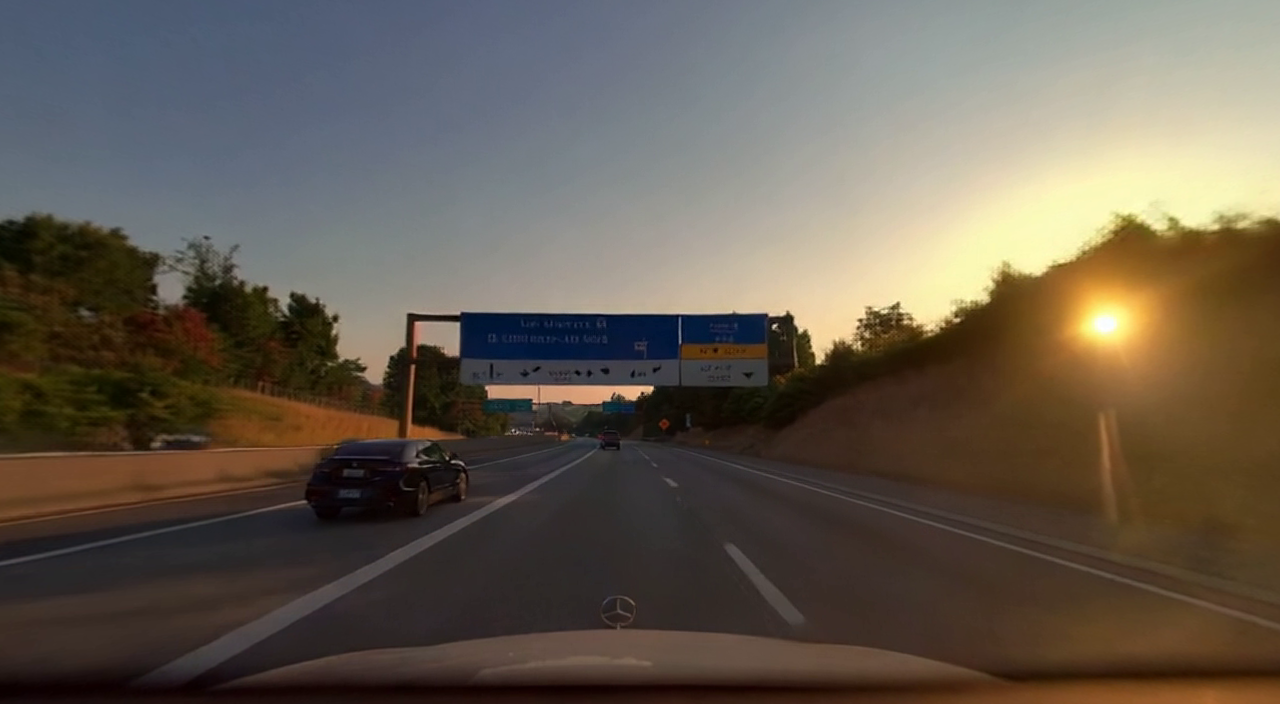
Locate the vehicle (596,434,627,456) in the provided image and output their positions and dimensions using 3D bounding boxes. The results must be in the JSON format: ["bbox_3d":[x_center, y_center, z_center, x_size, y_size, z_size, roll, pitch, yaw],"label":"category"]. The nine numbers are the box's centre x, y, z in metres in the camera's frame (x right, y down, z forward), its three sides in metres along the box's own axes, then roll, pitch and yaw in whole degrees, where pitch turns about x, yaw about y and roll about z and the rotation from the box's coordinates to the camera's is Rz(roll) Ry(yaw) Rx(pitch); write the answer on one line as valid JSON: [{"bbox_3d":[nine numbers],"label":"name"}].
[{"bbox_3d":[-1.972,6.478,44.081,2.000,1.491,3.913,0,-8,-2],"label":"vehicle"}]

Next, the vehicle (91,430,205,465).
[{"bbox_3d":[-23.132,4.493,29.856,1.981,1.540,4.231,0,-8,-1],"label":"vehicle"}]
